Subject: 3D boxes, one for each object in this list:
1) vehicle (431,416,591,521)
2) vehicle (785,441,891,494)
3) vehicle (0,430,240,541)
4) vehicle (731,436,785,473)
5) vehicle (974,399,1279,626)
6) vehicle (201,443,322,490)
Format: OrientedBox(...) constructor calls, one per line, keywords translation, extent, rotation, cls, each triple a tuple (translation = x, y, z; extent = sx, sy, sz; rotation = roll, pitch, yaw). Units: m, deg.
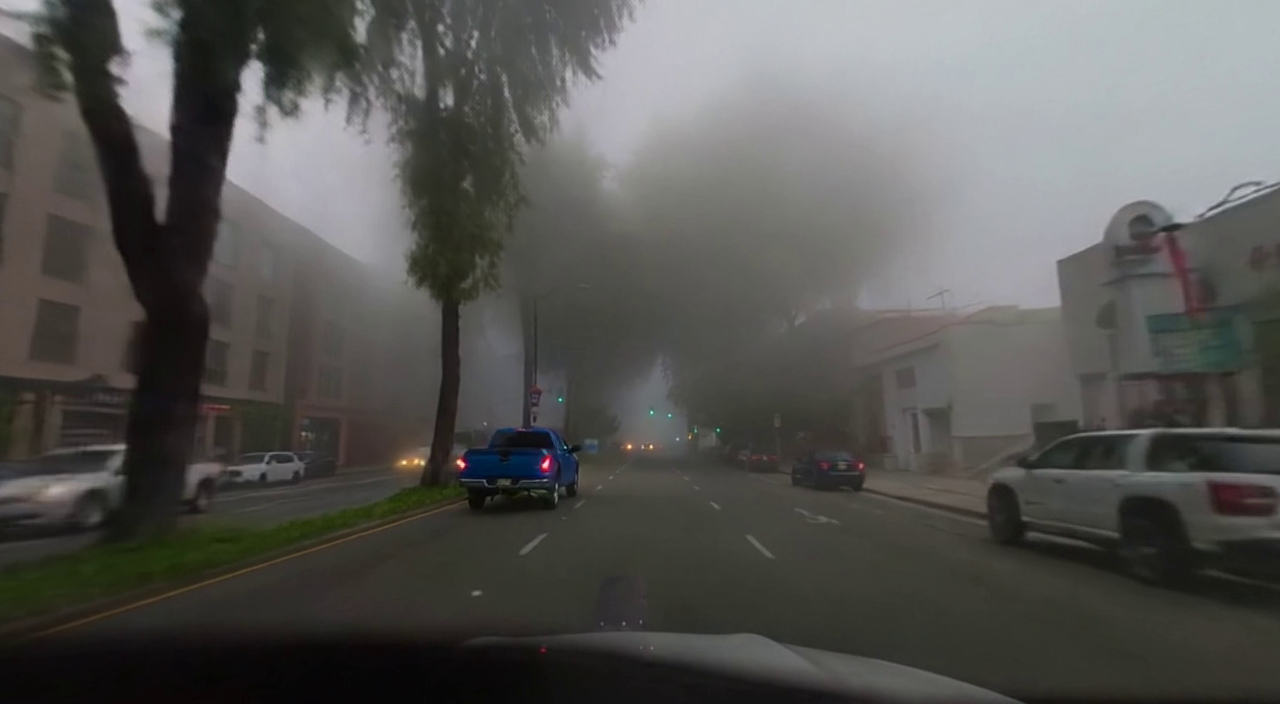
OrientedBox(translation=(-2.441, 2.423, 13.632), extent=(2.197, 1.786, 5.365), rotation=(0, -9, 1), cls="vehicle")
OrientedBox(translation=(6.193, 3.636, 20.256), extent=(1.988, 1.514, 3.962), rotation=(0, -9, -1), cls="vehicle")
OrientedBox(translation=(-10.263, 2.433, 12.157), extent=(2.110, 1.714, 4.500), rotation=(0, -9, 0), cls="vehicle")
OrientedBox(translation=(6.196, 5.450, 33.702), extent=(2.043, 1.841, 4.842), rotation=(0, -9, 1), cls="vehicle")
OrientedBox(translation=(5.963, 1.555, 6.959), extent=(2.018, 1.743, 4.529), rotation=(0, -9, 0), cls="vehicle")
OrientedBox(translation=(-16.132, 4.893, 27.291), extent=(2.030, 1.801, 5.036), rotation=(0, -9, 1), cls="vehicle")
